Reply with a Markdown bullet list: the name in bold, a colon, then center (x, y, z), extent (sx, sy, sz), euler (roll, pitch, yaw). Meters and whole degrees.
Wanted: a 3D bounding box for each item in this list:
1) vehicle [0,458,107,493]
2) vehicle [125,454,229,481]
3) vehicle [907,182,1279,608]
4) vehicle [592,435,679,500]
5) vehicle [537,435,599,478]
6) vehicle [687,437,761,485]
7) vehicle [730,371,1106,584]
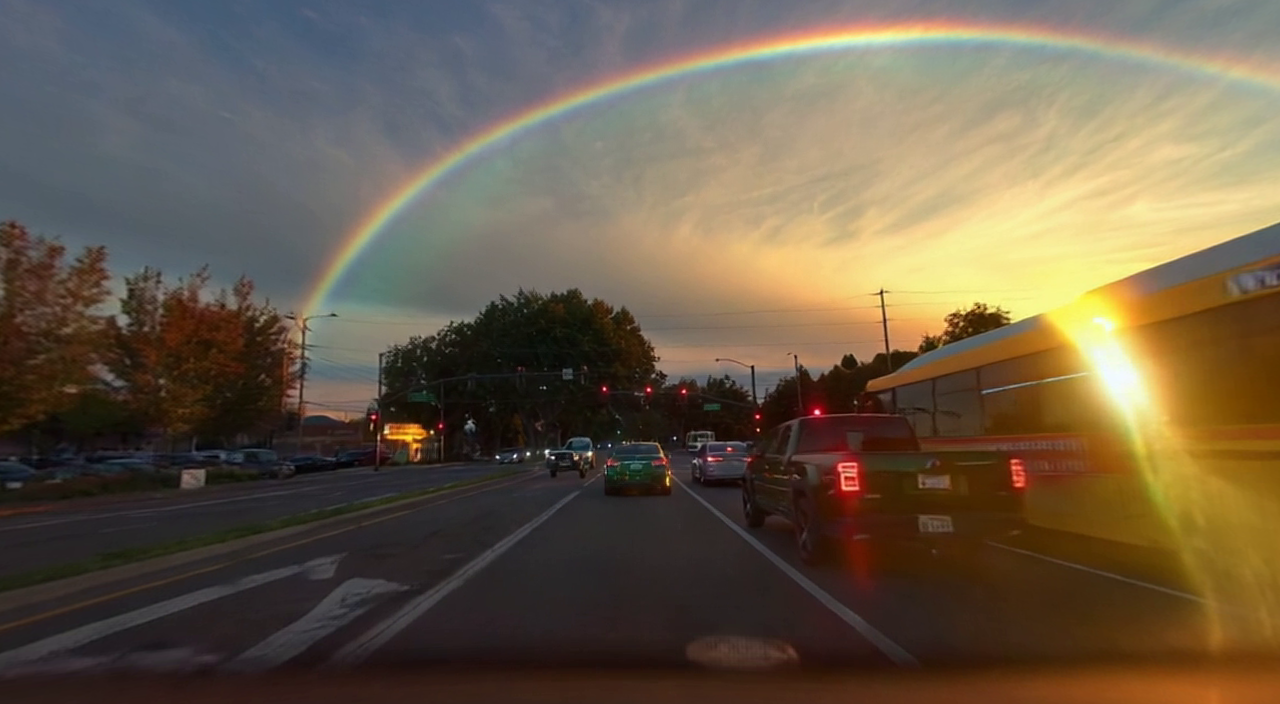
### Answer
- **vehicle**: center (-28.223, 5.731, 29.344), extent (4.881, 1.458, 1.914), euler (4, -10, -27)
- **vehicle**: center (-27.766, 6.937, 38.098), extent (4.800, 1.461, 1.831), euler (5, -10, -31)
- **vehicle**: center (6.466, 0.664, 7.173), extent (2.879, 3.318, 8.881), euler (0, -9, 0)
- **vehicle**: center (-0.136, 3.028, 16.920), extent (2.071, 1.525, 3.723), euler (0, -9, -1)
- **vehicle**: center (-3.059, 4.557, 27.685), extent (2.180, 1.708, 4.397), euler (0, -9, 0)
- **vehicle**: center (2.808, 3.770, 22.139), extent (1.922, 1.508, 4.330), euler (0, -9, -1)
- **vehicle**: center (2.988, 1.591, 8.862), extent (2.490, 1.951, 5.931), euler (0, -9, -1)
